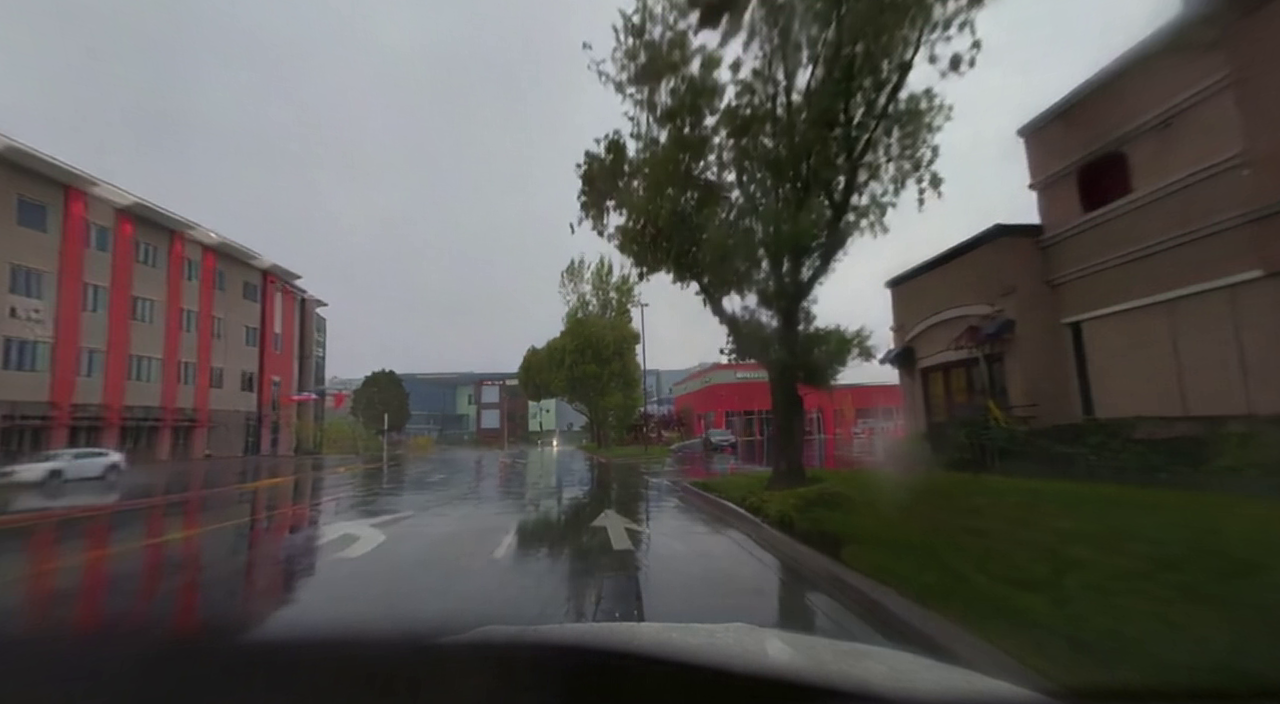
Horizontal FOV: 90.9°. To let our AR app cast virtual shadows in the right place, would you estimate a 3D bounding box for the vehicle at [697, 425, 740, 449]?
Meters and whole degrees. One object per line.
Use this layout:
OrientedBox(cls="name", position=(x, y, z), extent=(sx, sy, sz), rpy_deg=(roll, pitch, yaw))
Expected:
OrientedBox(cls="vehicle", position=(5.288, 5.791, 42.854), extent=(1.769, 1.516, 3.520), rpy_deg=(0, -8, -13))
